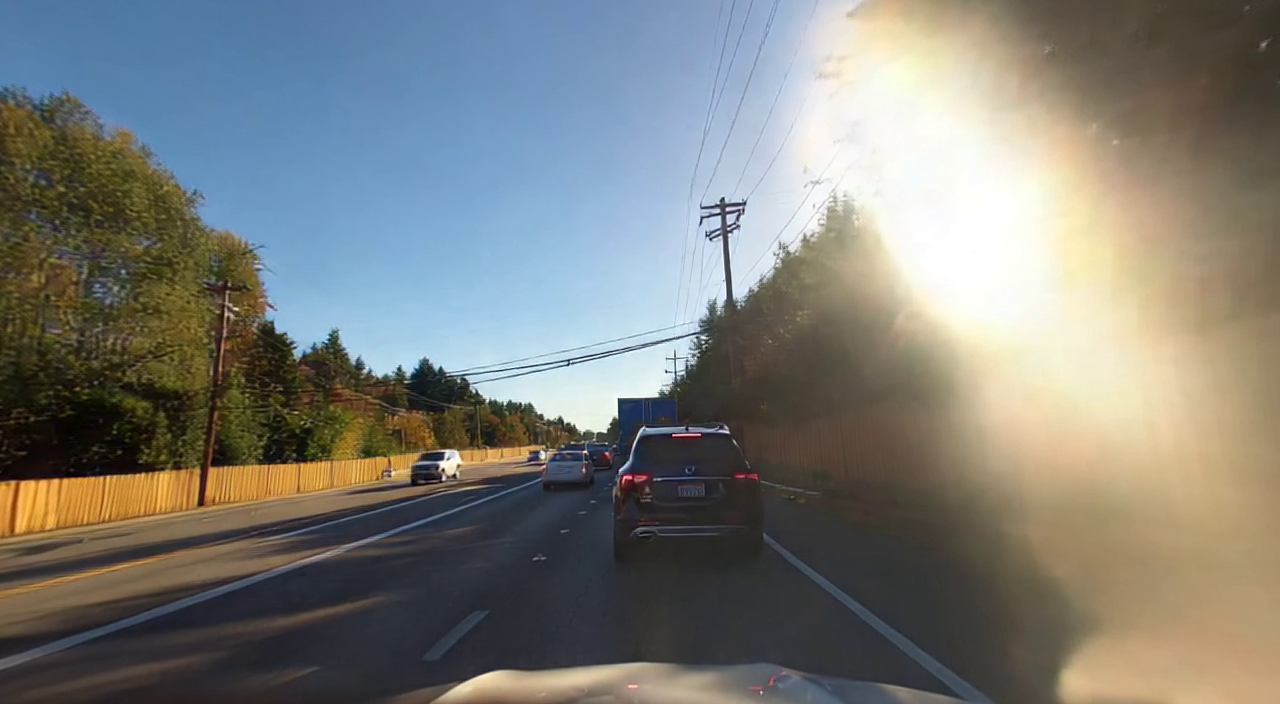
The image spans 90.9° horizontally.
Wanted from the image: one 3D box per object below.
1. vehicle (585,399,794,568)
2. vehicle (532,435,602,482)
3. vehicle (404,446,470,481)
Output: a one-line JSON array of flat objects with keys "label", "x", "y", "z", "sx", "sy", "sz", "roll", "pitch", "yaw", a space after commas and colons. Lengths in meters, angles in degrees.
[{"label": "vehicle", "x": 0.488, "y": 1.673, "z": 8.686, "sx": 2.174, "sy": 1.749, "sz": 4.113, "roll": 0, "pitch": -9, "yaw": -1}, {"label": "vehicle", "x": -2.705, "y": 4.074, "z": 24.300, "sx": 2.037, "sy": 1.639, "sz": 4.213, "roll": 0, "pitch": -9, "yaw": 2}, {"label": "vehicle", "x": -11.784, "y": 6.482, "z": 37.005, "sx": 2.187, "sy": 1.863, "sz": 5.152, "roll": 0, "pitch": -9, "yaw": 0}]
